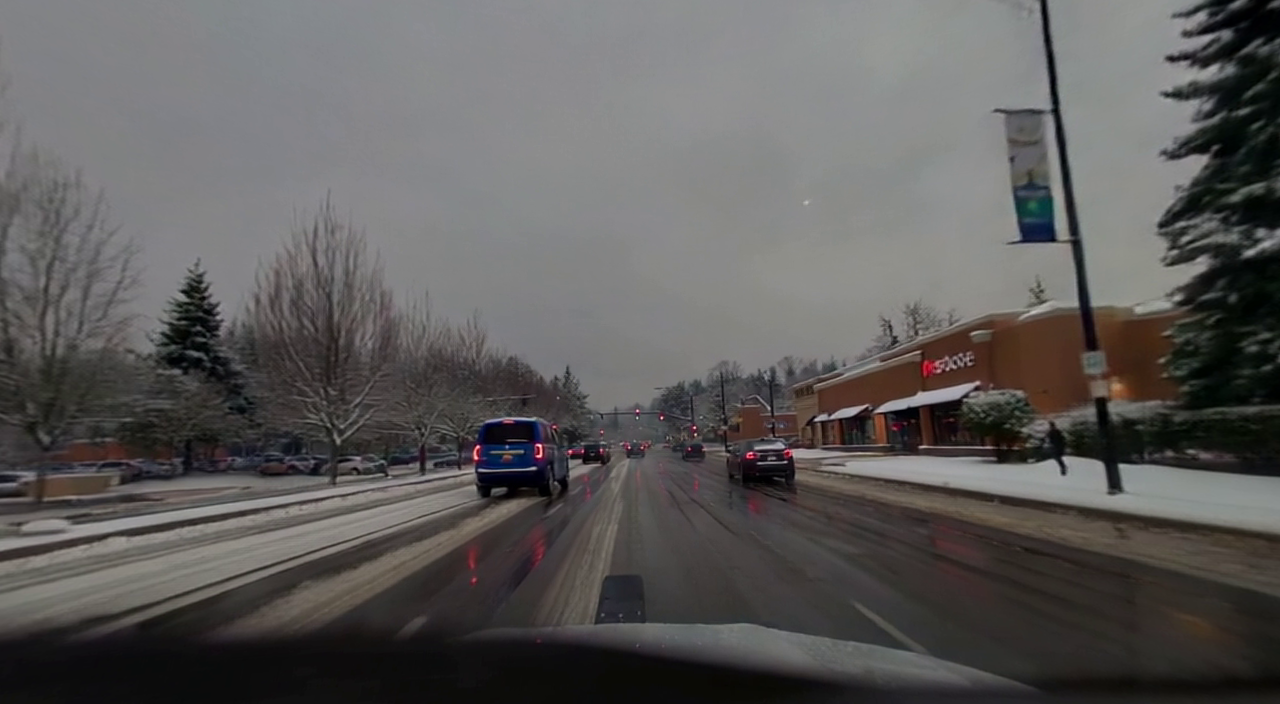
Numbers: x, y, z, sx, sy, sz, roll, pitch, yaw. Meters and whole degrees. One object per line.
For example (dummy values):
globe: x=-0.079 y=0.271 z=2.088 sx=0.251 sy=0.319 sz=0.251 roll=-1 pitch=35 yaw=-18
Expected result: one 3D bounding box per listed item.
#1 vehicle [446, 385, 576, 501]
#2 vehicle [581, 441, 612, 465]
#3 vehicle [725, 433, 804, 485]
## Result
vehicle: x=-3.416 y=2.641 z=18.291 sx=2.443 sy=2.784 sz=5.862 roll=0 pitch=-9 yaw=1
vehicle: x=-3.369 y=7.879 z=49.314 sx=2.030 sy=1.724 sz=4.365 roll=0 pitch=-9 yaw=1
vehicle: x=4.319 y=3.788 z=22.629 sx=1.869 sy=1.646 sz=4.166 roll=0 pitch=-9 yaw=-2
